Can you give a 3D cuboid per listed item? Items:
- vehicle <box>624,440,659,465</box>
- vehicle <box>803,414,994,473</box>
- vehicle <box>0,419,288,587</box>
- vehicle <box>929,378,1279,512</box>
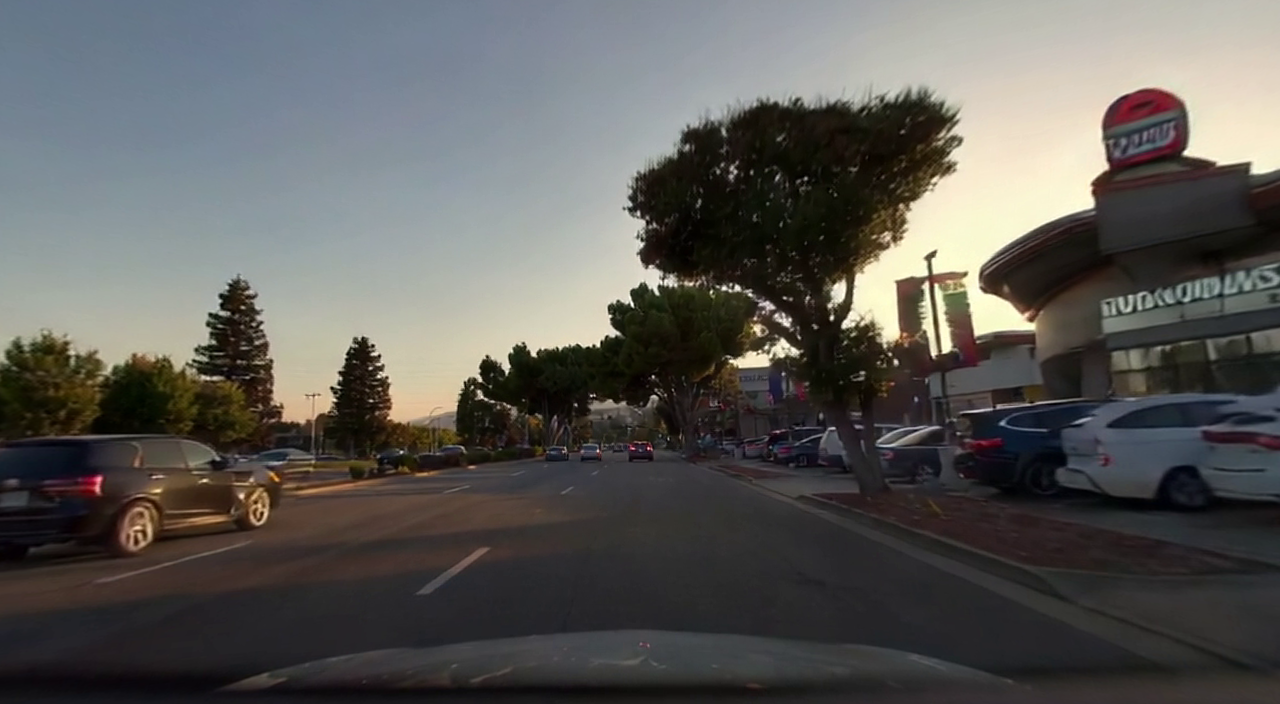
[{"bbox_3d":[0.032,6.286,39.632,2.061,1.469,3.954,0,-9,-1],"label":"vehicle"},{"bbox_3d":[9.329,3.366,23.245,5.976,1.994,2.295,0,-8,0],"label":"vehicle"},{"bbox_3d":[-7.190,1.839,8.634,2.038,1.649,4.665,0,-9,0],"label":"vehicle"},{"bbox_3d":[8.690,1.713,11.410,5.895,1.980,2.315,-6,-11,32],"label":"vehicle"}]
